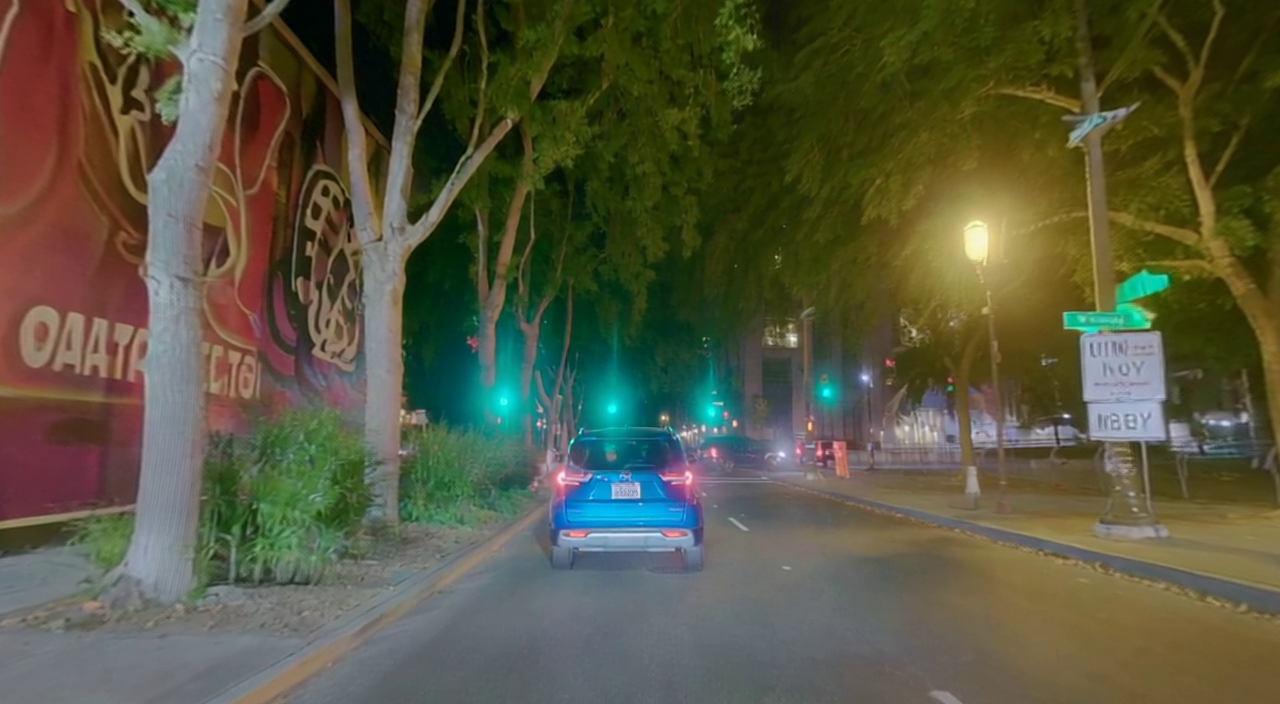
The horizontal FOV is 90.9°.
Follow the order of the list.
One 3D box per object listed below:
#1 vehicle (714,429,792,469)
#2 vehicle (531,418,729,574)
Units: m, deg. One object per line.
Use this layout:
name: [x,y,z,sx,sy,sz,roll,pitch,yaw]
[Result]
vehicle: [6.531,5.509,35.784,2.448,2.063,5.513,-5,-10,31]
vehicle: [-0.121,1.806,8.658,2.079,1.621,3.861,0,-8,0]
